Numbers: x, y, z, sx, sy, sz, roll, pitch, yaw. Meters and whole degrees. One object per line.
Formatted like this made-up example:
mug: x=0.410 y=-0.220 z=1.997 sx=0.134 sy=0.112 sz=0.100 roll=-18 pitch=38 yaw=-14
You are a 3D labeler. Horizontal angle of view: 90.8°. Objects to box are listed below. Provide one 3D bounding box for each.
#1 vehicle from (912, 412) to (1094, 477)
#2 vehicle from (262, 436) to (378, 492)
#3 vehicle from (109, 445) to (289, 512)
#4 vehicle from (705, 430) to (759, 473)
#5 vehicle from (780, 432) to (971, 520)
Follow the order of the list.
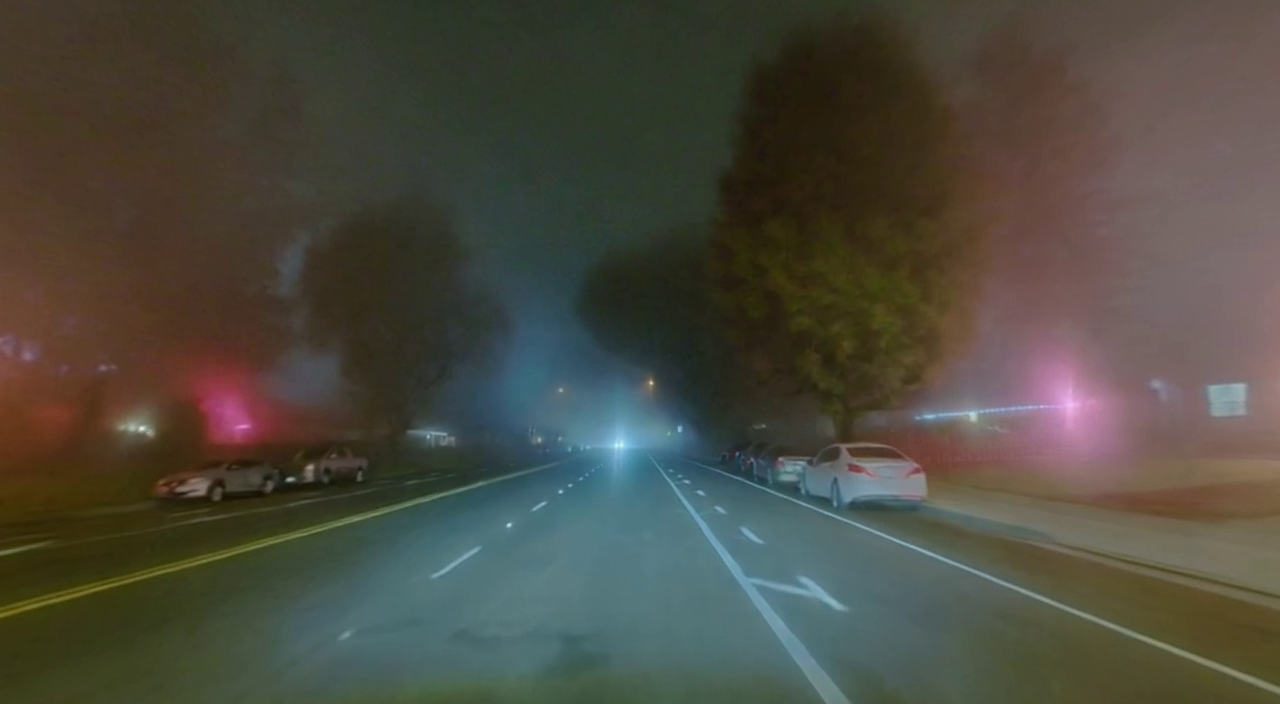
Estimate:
vehicle: x=12.323 y=3.159 z=21.730 sx=4.825 sy=1.675 sz=2.184 roll=-5 pitch=-7 yaw=-2
vehicle: x=-12.619 y=4.406 z=25.339 sx=2.075 sy=1.917 sz=4.984 roll=-2 pitch=-8 yaw=0
vehicle: x=-12.581 y=3.645 z=18.513 sx=1.925 sy=1.498 sz=4.850 roll=-5 pitch=-10 yaw=-2
vehicle: x=4.395 y=4.797 z=31.003 sx=2.074 sy=1.838 sz=5.402 roll=1 pitch=-7 yaw=3
vehicle: x=4.666 y=2.499 z=13.542 sx=2.035 sy=1.498 sz=4.910 roll=0 pitch=-8 yaw=-2
